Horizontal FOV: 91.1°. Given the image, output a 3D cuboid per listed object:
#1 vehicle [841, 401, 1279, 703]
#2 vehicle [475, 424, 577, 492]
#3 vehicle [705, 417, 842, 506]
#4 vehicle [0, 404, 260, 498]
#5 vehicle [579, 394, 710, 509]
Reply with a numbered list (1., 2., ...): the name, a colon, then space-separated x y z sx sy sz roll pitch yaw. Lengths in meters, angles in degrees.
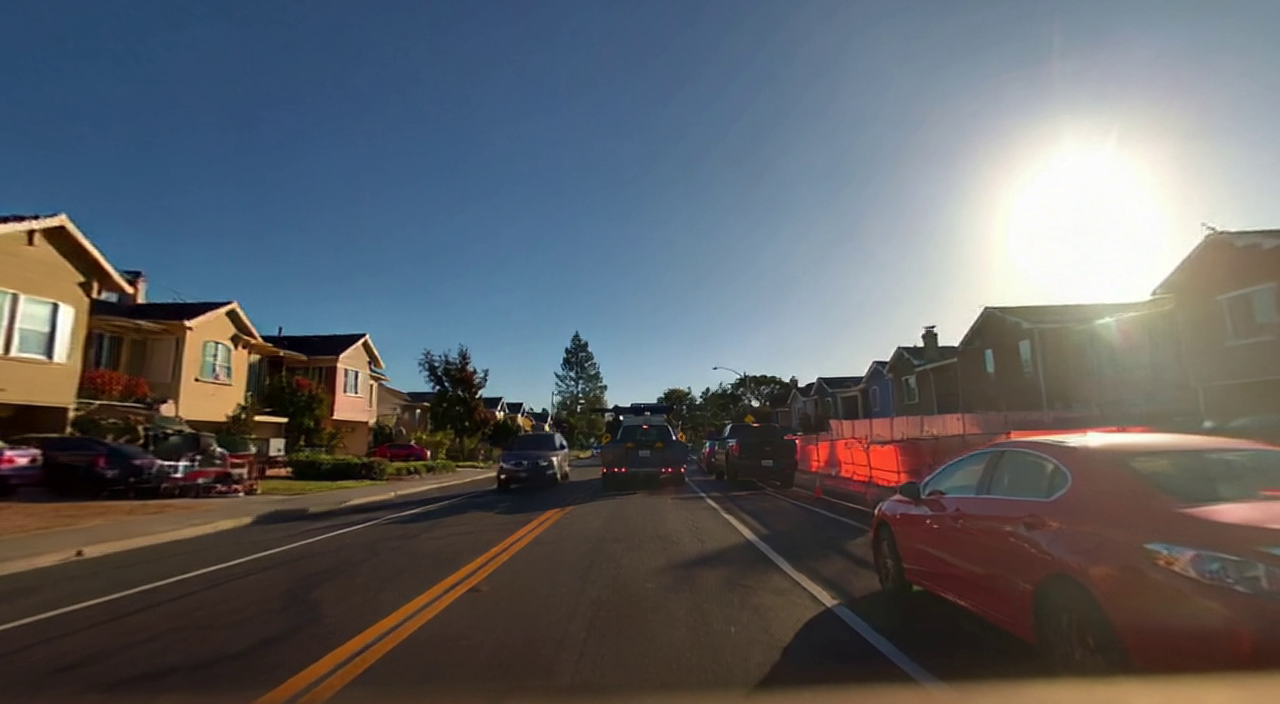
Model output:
1. vehicle: 3.099 1.239 4.265 2.010 1.499 4.481 0 -8 0
2. vehicle: -3.713 3.613 21.777 2.306 2.005 5.773 0 -8 1
3. vehicle: 3.342 2.918 17.185 2.486 1.993 5.667 0 -8 0
4. vehicle: -13.422 2.681 17.256 2.475 2.157 5.567 0 -8 -1
5. vehicle: 0.119 2.577 16.465 2.751 2.361 6.347 1 -9 0
